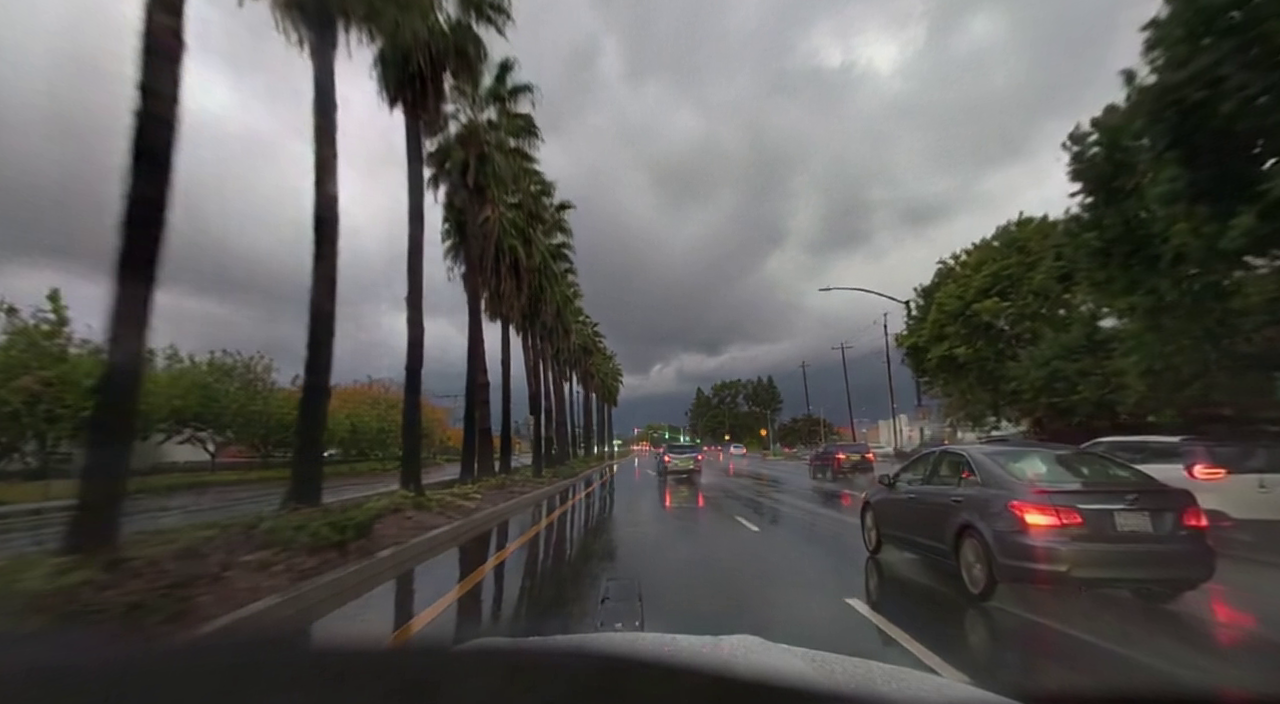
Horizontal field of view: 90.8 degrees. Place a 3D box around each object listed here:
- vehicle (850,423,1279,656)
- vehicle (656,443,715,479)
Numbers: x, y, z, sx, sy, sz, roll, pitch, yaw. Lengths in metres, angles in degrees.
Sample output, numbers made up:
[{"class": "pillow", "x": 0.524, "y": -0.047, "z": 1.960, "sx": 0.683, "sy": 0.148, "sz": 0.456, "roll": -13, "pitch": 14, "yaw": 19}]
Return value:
[{"class": "vehicle", "x": 3.811, "y": 1.513, "z": 6.279, "sx": 1.875, "sy": 1.452, "sz": 4.453, "roll": 0, "pitch": -8, "yaw": -1}, {"class": "vehicle", "x": 1.916, "y": 4.745, "z": 27.942, "sx": 2.031, "sy": 1.444, "sz": 4.361, "roll": 1, "pitch": -8, "yaw": -3}]
